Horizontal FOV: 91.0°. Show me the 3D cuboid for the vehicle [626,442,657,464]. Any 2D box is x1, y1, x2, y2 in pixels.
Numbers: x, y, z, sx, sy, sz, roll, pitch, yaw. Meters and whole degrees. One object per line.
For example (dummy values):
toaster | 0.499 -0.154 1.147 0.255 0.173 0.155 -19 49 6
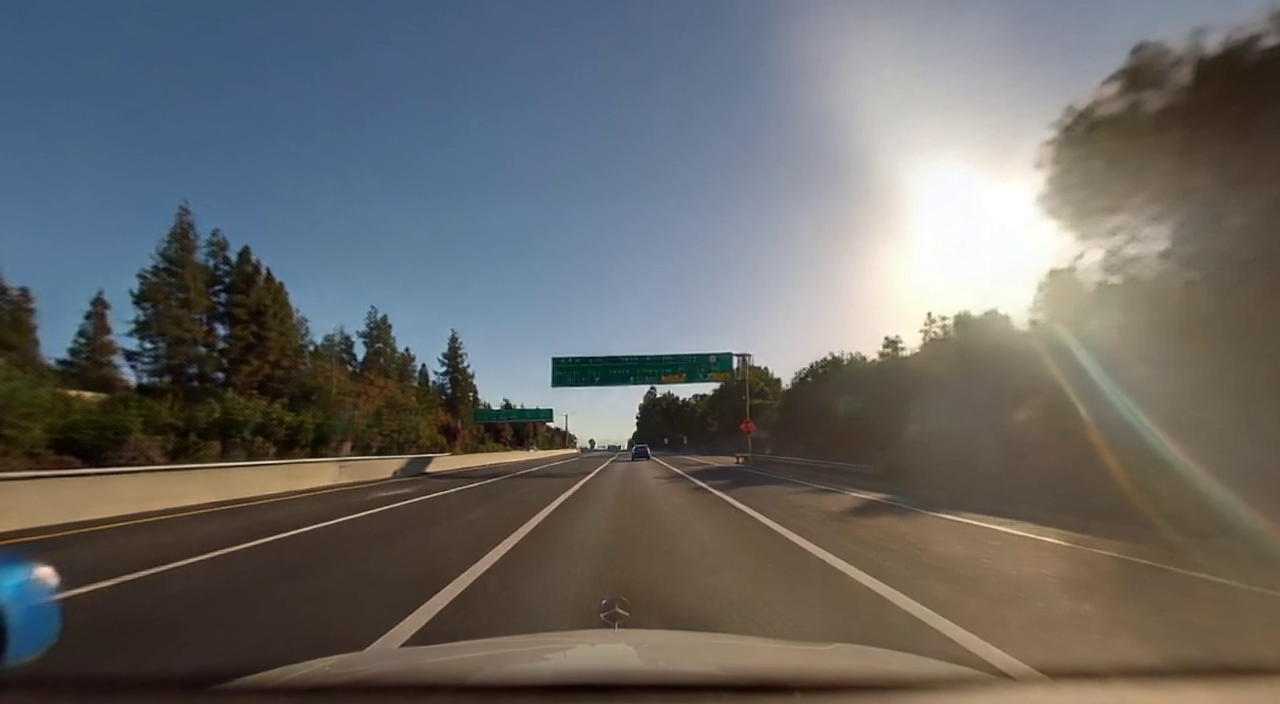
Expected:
vehicle | 0.098 6.942 43.353 2.028 1.440 3.690 0 -8 -1
